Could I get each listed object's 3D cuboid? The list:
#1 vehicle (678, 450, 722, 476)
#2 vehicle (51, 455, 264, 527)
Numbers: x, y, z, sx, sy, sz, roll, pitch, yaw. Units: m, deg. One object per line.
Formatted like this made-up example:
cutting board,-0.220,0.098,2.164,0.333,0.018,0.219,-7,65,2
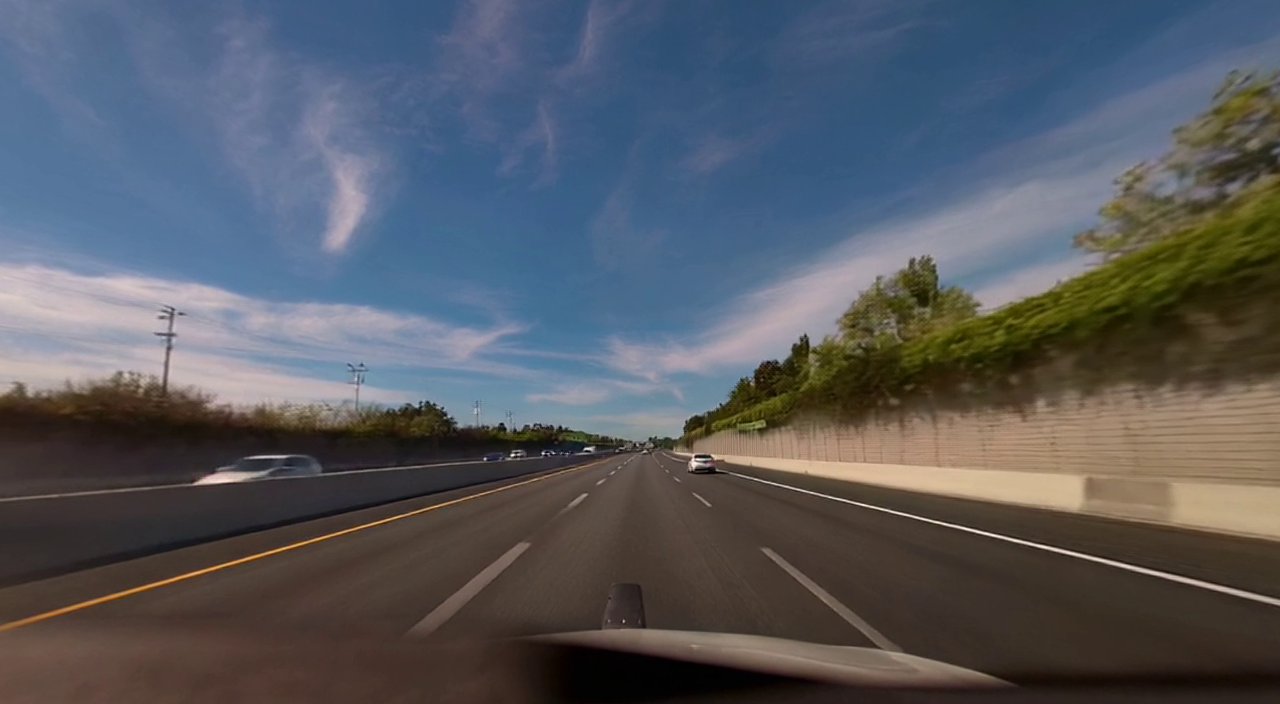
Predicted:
vehicle,3.437,6.463,36.867,2.065,1.400,4.028,0,-9,-2
vehicle,-11.401,3.263,15.361,1.851,1.448,4.205,0,-9,0
